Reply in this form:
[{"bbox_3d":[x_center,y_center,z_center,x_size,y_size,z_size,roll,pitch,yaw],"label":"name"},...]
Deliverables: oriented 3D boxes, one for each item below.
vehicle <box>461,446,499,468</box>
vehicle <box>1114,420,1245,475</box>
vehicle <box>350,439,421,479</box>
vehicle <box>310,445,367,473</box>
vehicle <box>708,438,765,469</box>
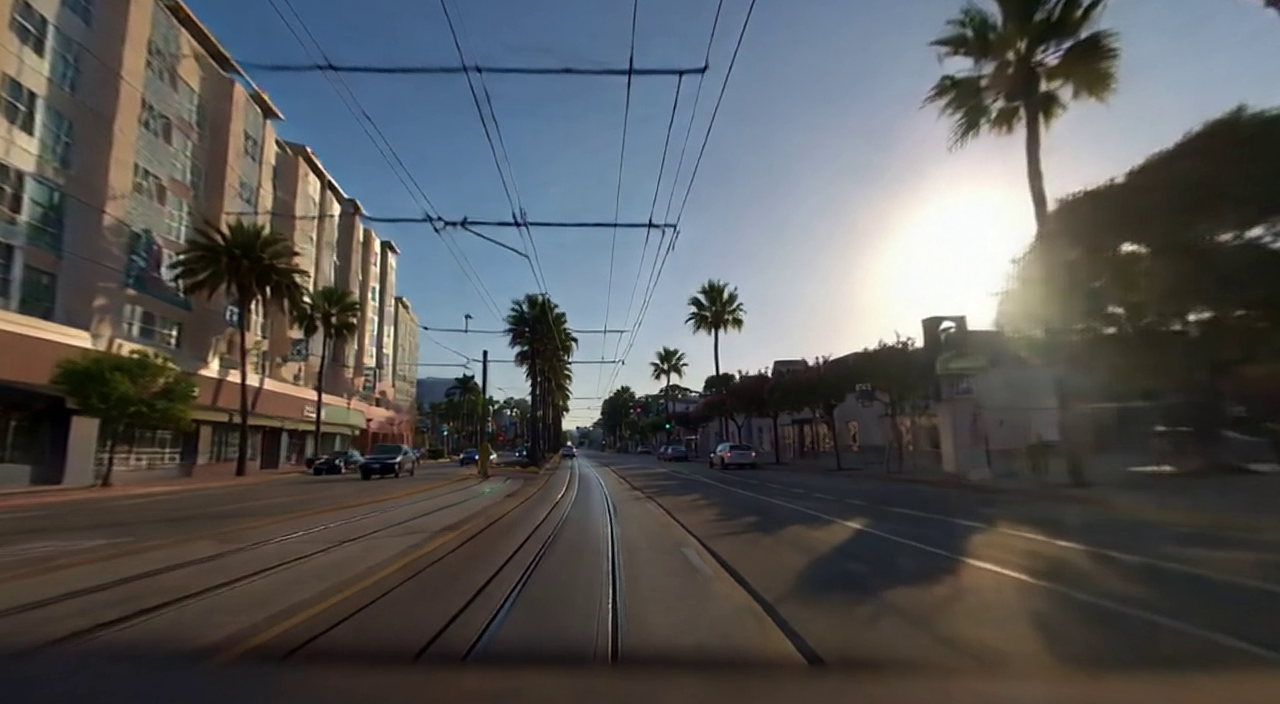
[{"bbox_3d":[-11.823,7.752,46.769,2.013,1.590,4.241,1,-8,-5],"label":"vehicle"},{"bbox_3d":[16.207,2.902,19.227,1.983,1.461,4.547,-5,-9,28],"label":"vehicle"},{"bbox_3d":[-13.138,5.537,32.895,2.127,1.892,4.655,1,-8,-6],"label":"vehicle"},{"bbox_3d":[-20.480,7.247,43.002,1.974,1.808,4.373,1,-8,-5],"label":"vehicle"},{"bbox_3d":[5.543,5.892,36.927,1.995,1.677,4.863,1,-8,-8],"label":"vehicle"}]
